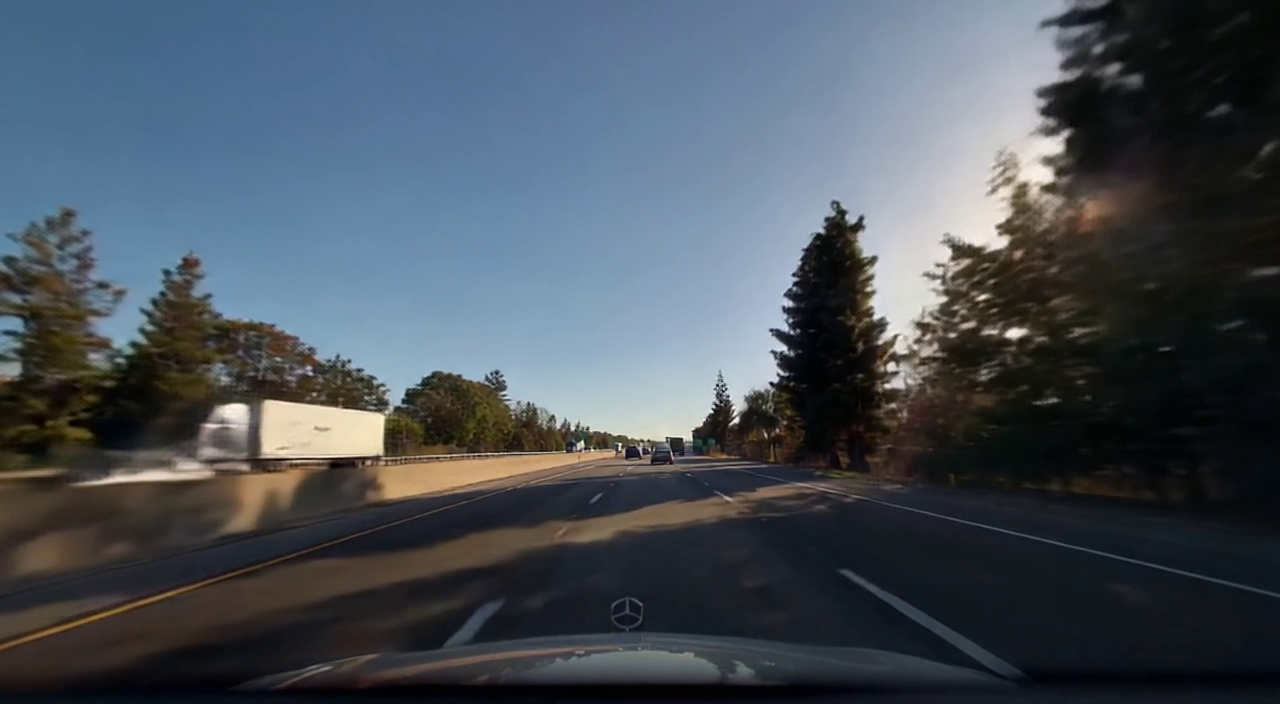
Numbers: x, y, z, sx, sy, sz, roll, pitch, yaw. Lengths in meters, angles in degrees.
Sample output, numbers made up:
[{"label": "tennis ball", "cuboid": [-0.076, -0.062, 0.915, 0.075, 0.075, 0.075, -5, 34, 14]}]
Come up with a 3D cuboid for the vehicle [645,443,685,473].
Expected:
[{"label": "vehicle", "cuboid": [1.409, 6.294, 37.456, 2.231, 1.652, 4.503, 0, -9, 1]}]

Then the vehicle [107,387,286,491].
[{"label": "vehicle", "cuboid": [-18.915, 3.823, 27.512, 3.195, 4.035, 5.892, 0, -9, 1]}]
